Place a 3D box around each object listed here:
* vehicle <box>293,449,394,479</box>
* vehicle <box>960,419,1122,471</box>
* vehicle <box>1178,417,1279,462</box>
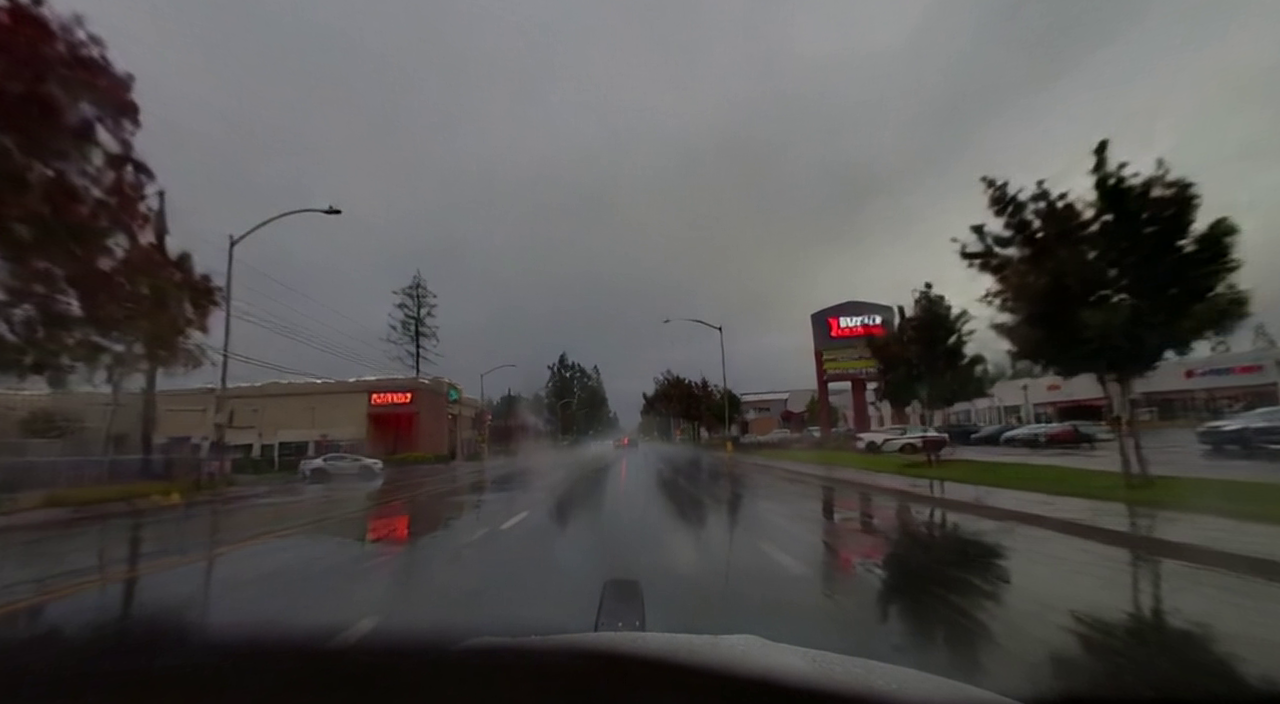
[{"bbox_3d":[-16.960,6.423,36.378,4.752,1.523,2.123,0,-8,-2],"label":"vehicle"},{"bbox_3d":[16.034,3.729,25.527,4.914,1.540,2.200,-6,-8,2],"label":"vehicle"},{"bbox_3d":[21.665,3.172,23.090,1.901,1.461,4.482,-4,-8,26],"label":"vehicle"}]
